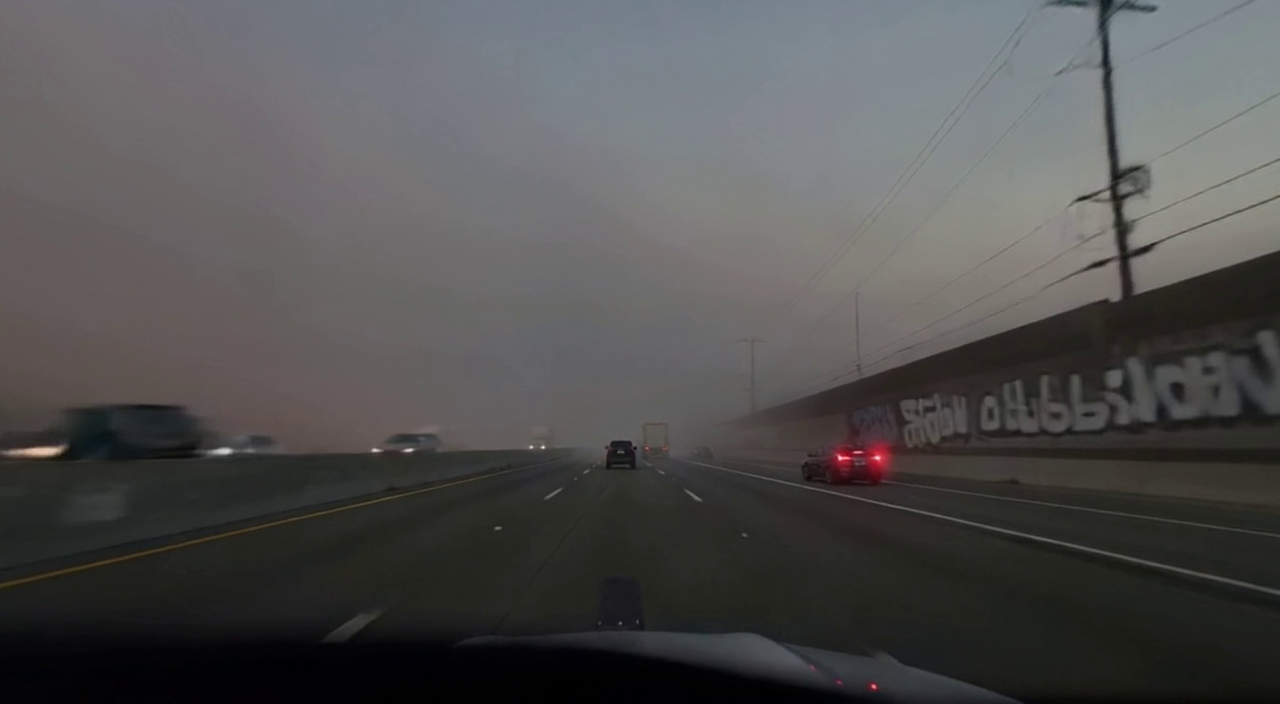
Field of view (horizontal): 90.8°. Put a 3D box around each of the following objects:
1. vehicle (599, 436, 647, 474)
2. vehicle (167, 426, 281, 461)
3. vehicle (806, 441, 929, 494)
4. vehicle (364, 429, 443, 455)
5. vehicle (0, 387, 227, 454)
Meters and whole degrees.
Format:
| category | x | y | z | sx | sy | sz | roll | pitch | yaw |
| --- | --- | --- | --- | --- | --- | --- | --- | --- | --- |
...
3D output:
| category | x | y | z | sx | sy | sz | roll | pitch | yaw |
| --- | --- | --- | --- | --- | --- | --- | --- | --- | --- |
| vehicle | -0.793 | 4.934 | 30.287 | 2.191 | 1.685 | 3.353 | 0 | -9 | -1 |
| vehicle | -17.584 | 3.939 | 26.996 | 1.851 | 1.358 | 4.433 | 0 | -9 | 0 |
| vehicle | 7.043 | 3.612 | 20.206 | 2.018 | 1.451 | 4.762 | 0 | -9 | -2 |
| vehicle | -9.996 | 3.863 | 27.001 | 1.884 | 0.990 | 3.895 | 0 | -9 | 0 |
| vehicle | -10.752 | 1.457 | 12.647 | 2.021 | 1.111 | 4.395 | 0 | -9 | 0 |
